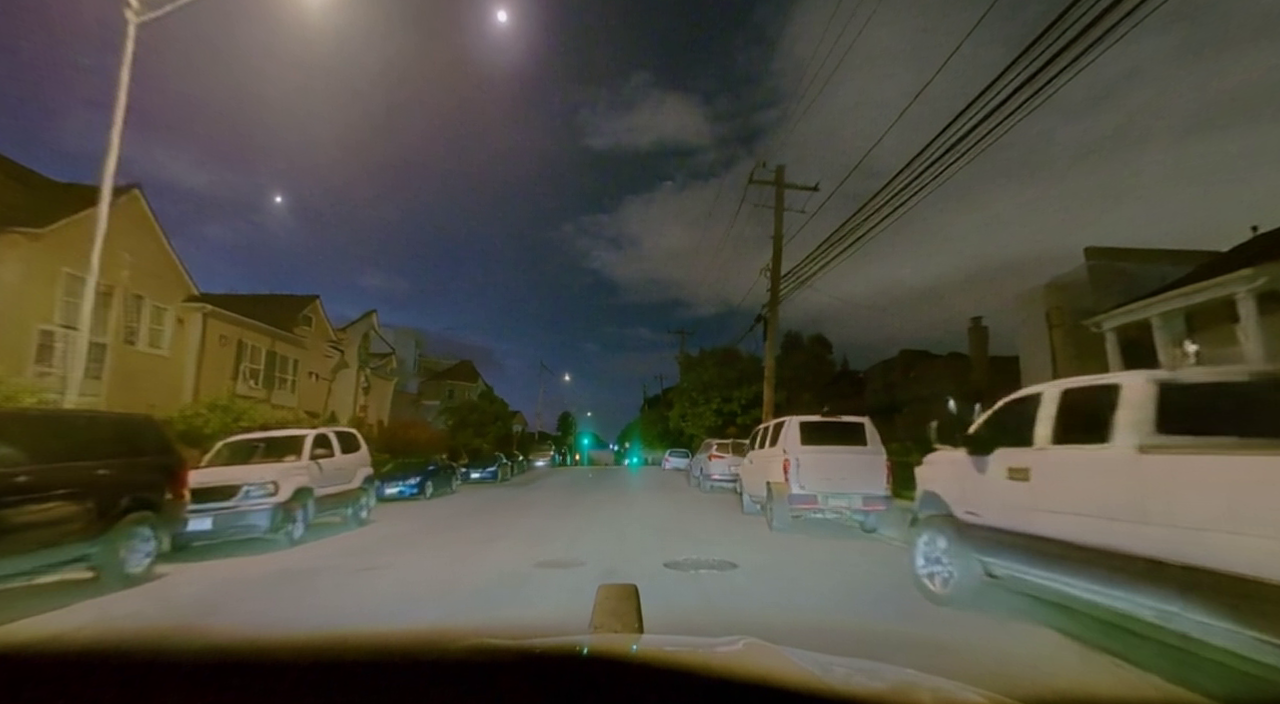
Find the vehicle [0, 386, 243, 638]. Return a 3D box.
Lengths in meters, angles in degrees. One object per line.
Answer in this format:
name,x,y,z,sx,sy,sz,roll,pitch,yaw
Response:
vehicle,-5.969,1.324,5.461,2.034,1.923,4.713,0,-8,-1

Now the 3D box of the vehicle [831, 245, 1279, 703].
vehicle,3.227,0.913,3.809,2.237,2.071,5.332,0,-8,-3

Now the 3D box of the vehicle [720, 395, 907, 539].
vehicle,3.076,2.168,12.491,2.295,2.279,4.578,0,-8,-1

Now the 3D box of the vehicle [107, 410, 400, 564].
vehicle,-5.970,2.109,10.754,2.059,1.969,4.925,0,-8,-3

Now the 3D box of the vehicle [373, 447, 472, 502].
vehicle,-6.646,3.740,19.856,1.866,1.474,4.753,1,-8,-6

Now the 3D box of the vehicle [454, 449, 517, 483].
vehicle,-6.911,5.118,28.677,1.958,1.359,4.357,0,-8,-3
